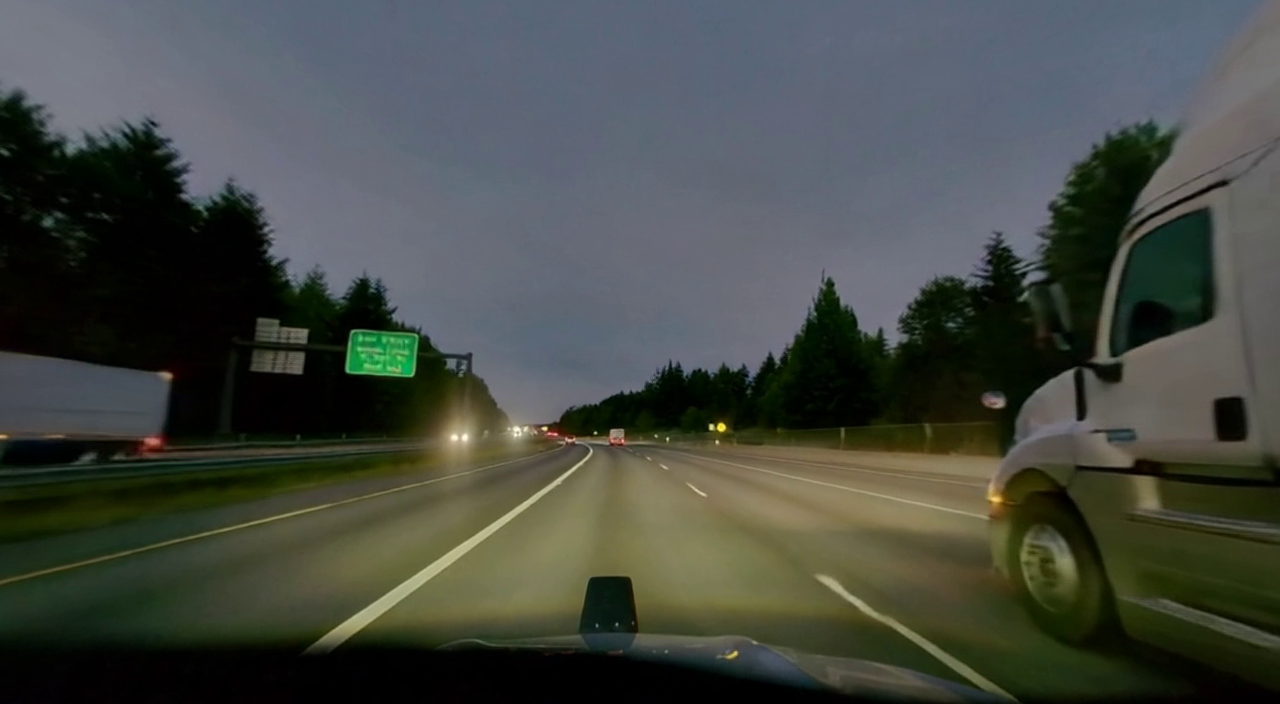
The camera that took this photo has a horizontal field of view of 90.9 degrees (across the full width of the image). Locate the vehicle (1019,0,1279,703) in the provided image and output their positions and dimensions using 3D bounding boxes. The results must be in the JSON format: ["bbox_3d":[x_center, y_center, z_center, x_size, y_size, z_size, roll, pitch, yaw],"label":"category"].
[{"bbox_3d":[4.004,-0.392,1.025,2.964,3.950,5.853,0,-8,0],"label":"vehicle"}]

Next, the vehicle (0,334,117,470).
[{"bbox_3d":[-18.907,0.908,13.776,3.281,3.632,14.072,0,-8,-2],"label":"vehicle"}]
